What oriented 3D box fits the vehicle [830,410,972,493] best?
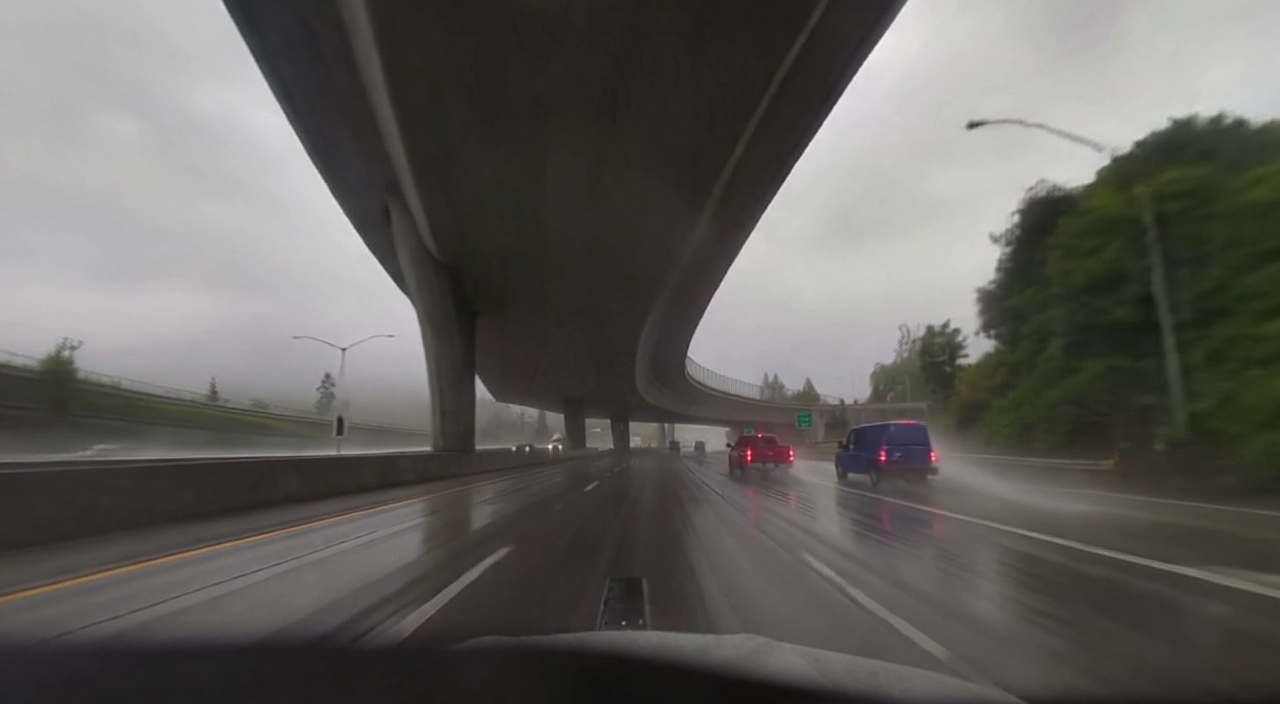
[{"bbox_3d":[8.140,3.185,20.445,2.229,2.317,5.399,0,-9,0],"label":"vehicle"}]

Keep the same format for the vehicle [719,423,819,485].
[{"bbox_3d":[4.585,3.752,23.542,2.505,2.020,5.532,0,-8,0],"label":"vehicle"}]
